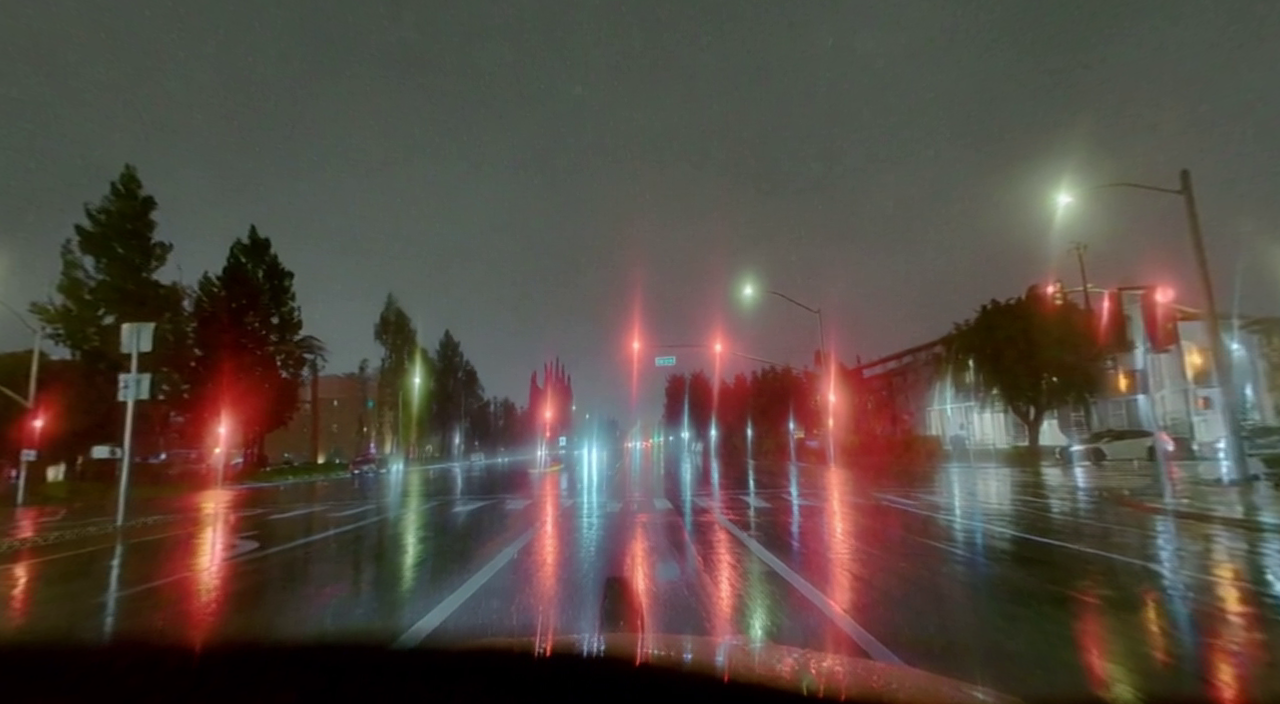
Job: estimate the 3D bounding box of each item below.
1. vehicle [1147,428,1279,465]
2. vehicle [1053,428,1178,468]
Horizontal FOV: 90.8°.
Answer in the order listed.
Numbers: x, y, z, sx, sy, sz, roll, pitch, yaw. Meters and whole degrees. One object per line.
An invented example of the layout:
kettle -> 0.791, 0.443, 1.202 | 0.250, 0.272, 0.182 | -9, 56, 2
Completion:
vehicle -> 27.323, 4.481, 29.962 | 4.910, 1.644, 2.032 | 0, -8, -4
vehicle -> 22.089, 4.459, 29.481 | 4.323, 1.746, 1.872 | 0, -8, -3
